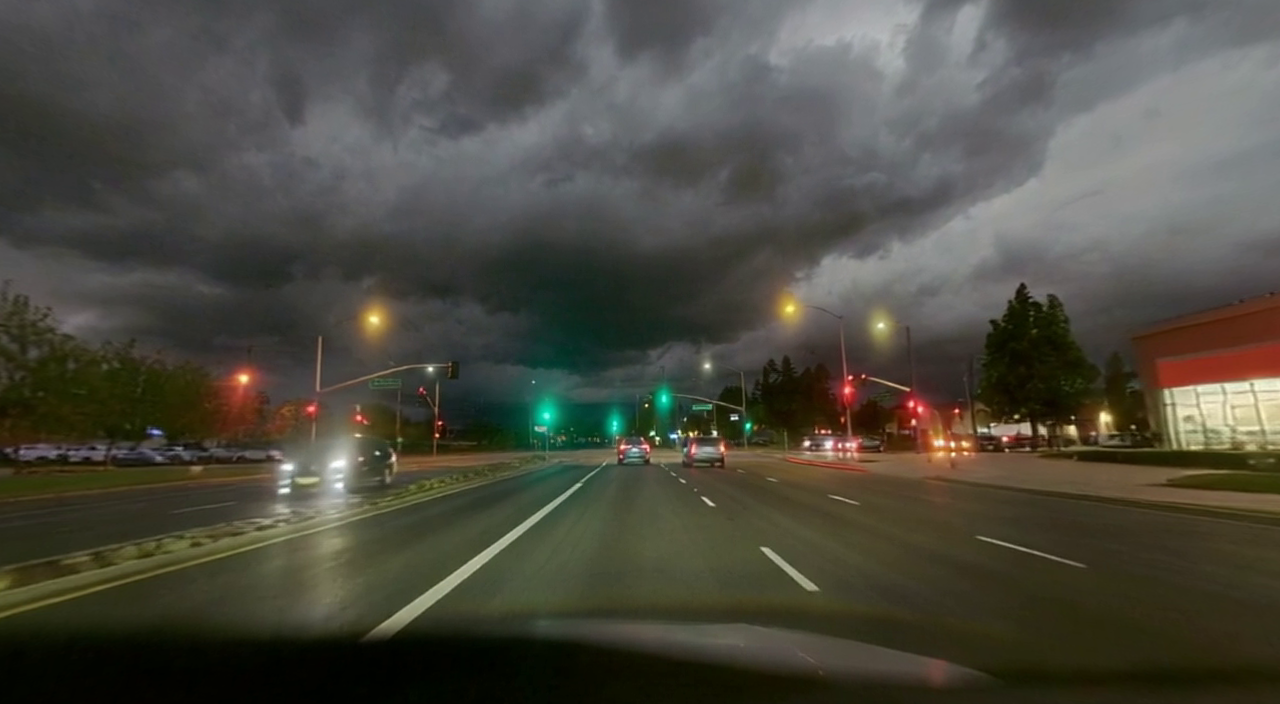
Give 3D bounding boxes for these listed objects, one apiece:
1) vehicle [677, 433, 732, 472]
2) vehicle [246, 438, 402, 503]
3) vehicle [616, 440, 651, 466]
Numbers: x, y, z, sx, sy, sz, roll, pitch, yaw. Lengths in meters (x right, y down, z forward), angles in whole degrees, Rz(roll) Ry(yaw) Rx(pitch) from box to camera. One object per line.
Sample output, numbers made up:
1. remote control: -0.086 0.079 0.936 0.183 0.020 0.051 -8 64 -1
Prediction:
1. vehicle: 3.046 4.882 30.749 2.103 1.726 4.385 0 -9 -2
2. vehicle: -8.265 3.118 17.048 1.969 1.526 4.261 0 -9 0
3. vehicle: -0.379 6.172 38.697 2.035 1.474 3.779 0 -9 1
